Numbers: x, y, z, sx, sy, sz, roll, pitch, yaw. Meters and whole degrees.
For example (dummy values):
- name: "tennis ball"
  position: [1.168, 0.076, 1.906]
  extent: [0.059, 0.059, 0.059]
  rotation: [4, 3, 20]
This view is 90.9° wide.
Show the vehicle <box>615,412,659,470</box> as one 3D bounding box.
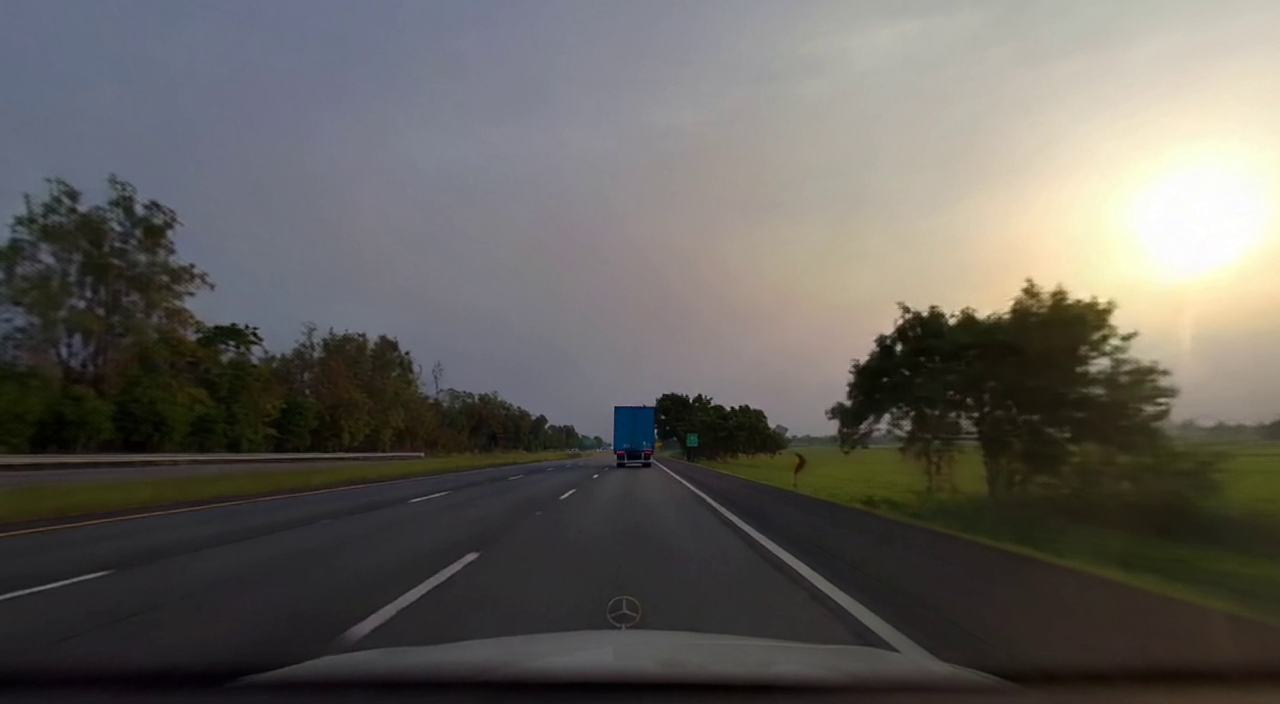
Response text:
- name: "vehicle"
  position: [-0.312, 6.901, 48.540]
  extent: [2.982, 3.947, 11.075]
  rotation: [0, -9, -1]
